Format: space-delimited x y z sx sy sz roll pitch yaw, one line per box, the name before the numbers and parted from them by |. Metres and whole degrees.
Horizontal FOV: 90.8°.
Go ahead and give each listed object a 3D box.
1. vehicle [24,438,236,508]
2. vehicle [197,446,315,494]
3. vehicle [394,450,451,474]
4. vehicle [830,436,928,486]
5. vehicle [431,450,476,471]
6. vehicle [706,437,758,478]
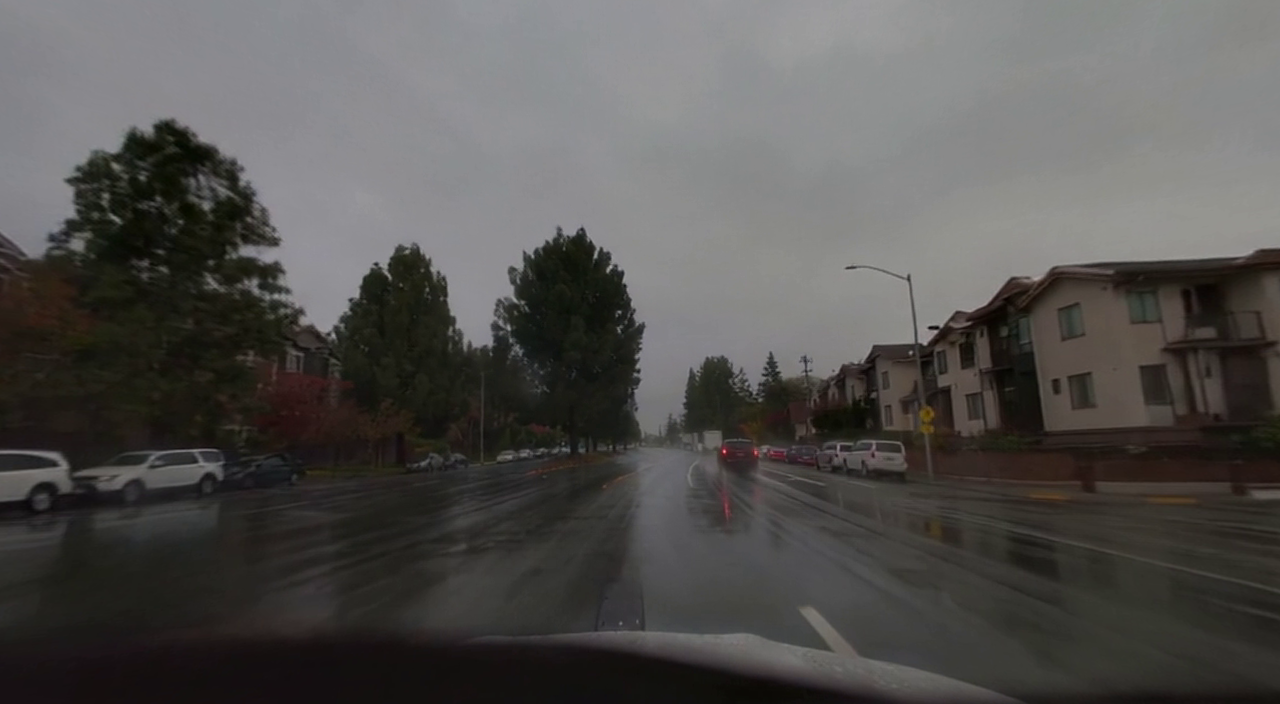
vehicle | -16.810 3.978 21.451 2.194 2.022 5.828 0 -8 2
vehicle | -16.351 5.007 27.246 2.014 1.734 4.651 -2 -7 3
vehicle | -15.193 7.693 44.426 2.002 1.510 4.755 -1 -8 4
vehicle | 10.574 4.869 28.600 2.460 2.002 5.900 -1 -8 4
vehicle | -14.694 8.557 49.984 1.822 1.478 4.275 -1 -8 6
vehicle | 4.314 5.027 30.378 2.085 1.763 4.490 -1 -8 3
